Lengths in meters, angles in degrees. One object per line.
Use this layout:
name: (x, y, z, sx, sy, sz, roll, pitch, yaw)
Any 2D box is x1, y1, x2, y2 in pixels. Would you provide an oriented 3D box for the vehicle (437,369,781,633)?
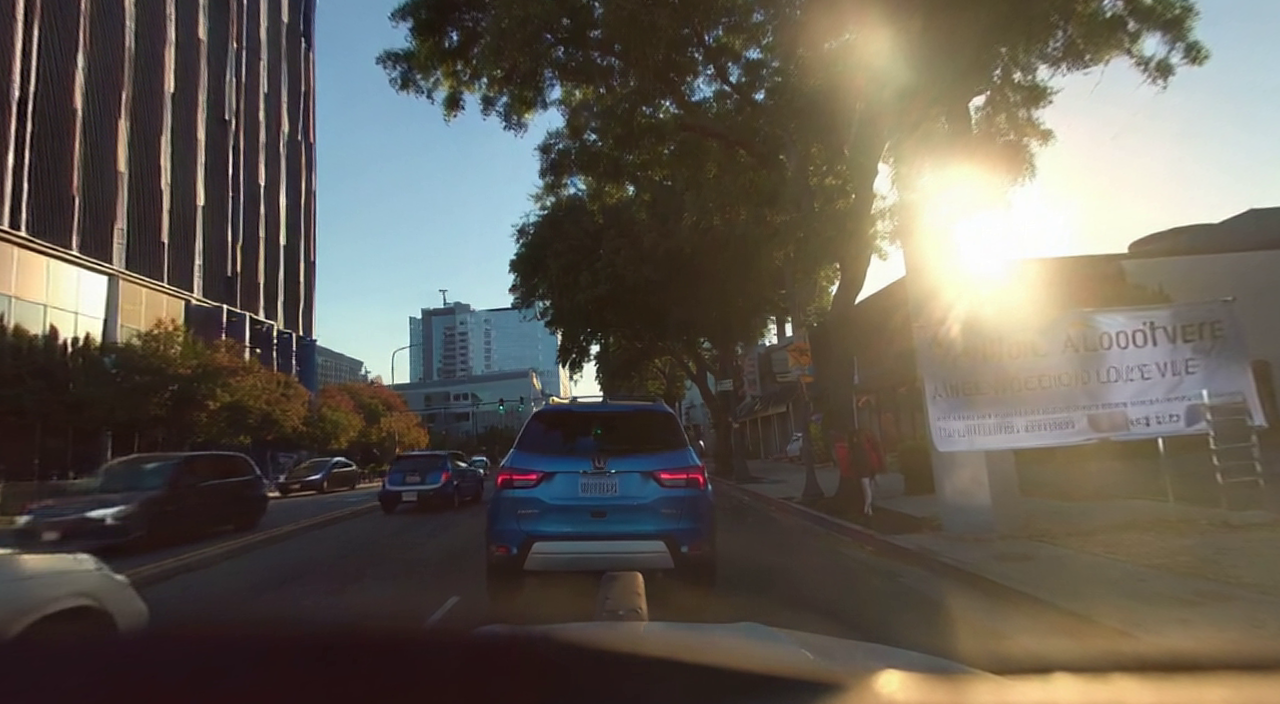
vehicle: (-0.327, 1.407, 6.961, 2.531, 1.930, 4.382, 0, -8, -3)

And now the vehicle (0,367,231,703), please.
vehicle: (-3.256, 0.756, 1.325, 1.971, 1.658, 4.428, 0, -8, -3)

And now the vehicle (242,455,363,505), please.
vehicle: (-11.904, 4.502, 22.730, 1.913, 1.487, 4.700, 0, -8, -2)

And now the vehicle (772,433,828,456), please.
vehicle: (10.383, 6.008, 40.855, 1.877, 1.416, 3.965, -8, -12, 40)

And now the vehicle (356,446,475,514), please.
vehicle: (-5.473, 3.123, 16.025, 1.876, 1.448, 4.464, 1, -8, -7)
